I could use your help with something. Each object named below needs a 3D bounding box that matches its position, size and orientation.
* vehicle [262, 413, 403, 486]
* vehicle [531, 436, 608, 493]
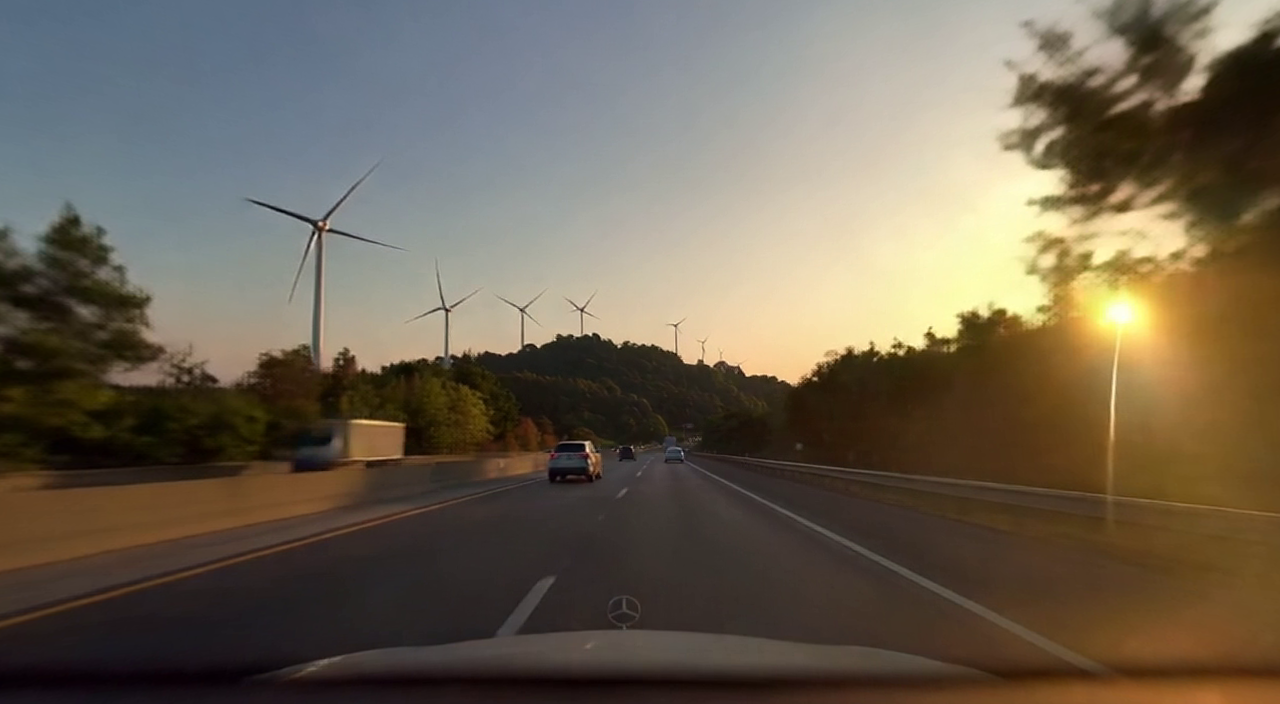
[{"bbox_3d":[-14.849,4.874,31.348,2.706,3.119,8.054,-1,-9,2],"label":"vehicle"},{"bbox_3d":[-2.278,3.786,21.420,2.038,1.723,4.150,-1,-9,1],"label":"vehicle"}]
